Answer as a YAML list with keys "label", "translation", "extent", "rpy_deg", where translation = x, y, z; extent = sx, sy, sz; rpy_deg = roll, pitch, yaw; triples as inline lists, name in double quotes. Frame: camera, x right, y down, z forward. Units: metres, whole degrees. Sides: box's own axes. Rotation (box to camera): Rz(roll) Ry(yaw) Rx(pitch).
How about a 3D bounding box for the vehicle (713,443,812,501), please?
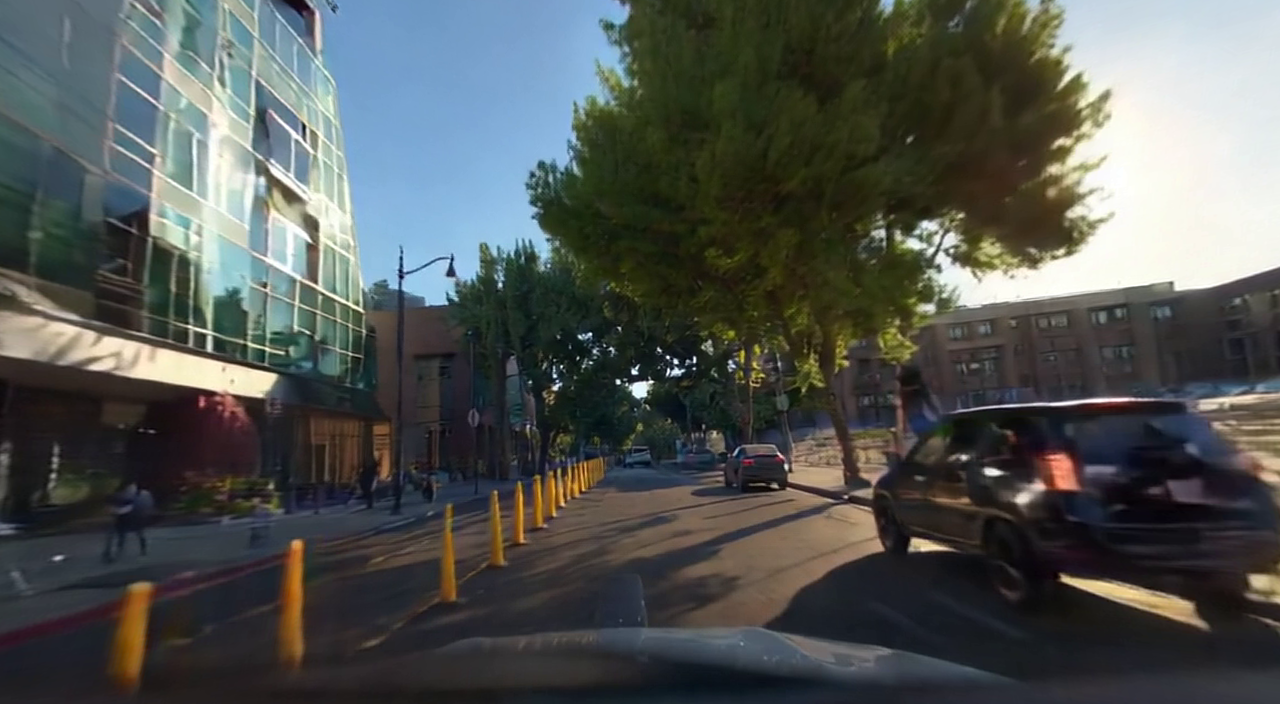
- label: "vehicle"
  translation: [3.421, 3.440, 18.641]
  extent: [1.963, 1.445, 4.948]
  rpy_deg: [-1, -9, 1]

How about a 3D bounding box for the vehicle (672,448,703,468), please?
- label: "vehicle"
  translation: [3.682, 8.216, 49.328]
  extent: [2.020, 1.448, 4.220]
  rpy_deg: [-1, -9, -1]

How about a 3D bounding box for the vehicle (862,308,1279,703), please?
- label: "vehicle"
  translation: [3.731, 1.088, 4.877]
  extent: [2.180, 1.869, 4.736]
  rpy_deg: [-1, -9, -1]
